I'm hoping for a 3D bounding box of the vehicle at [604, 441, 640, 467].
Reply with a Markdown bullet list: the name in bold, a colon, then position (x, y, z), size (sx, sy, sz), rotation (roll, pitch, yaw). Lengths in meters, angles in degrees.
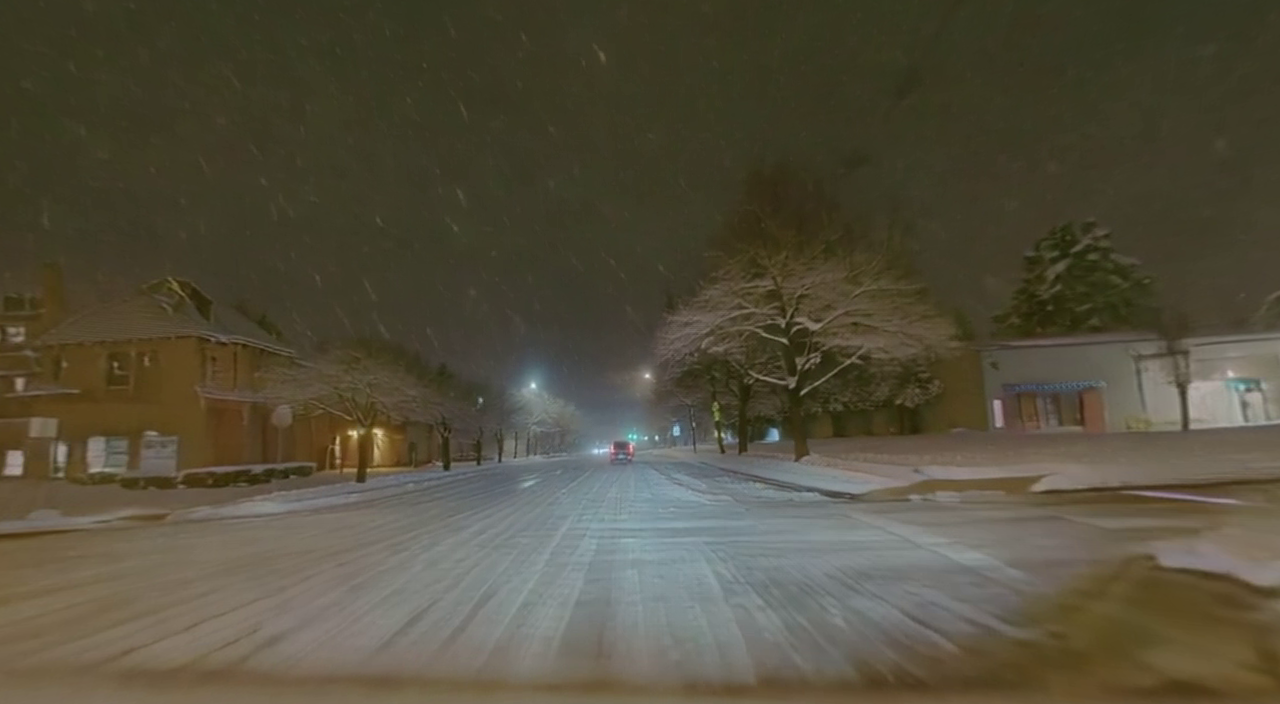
- **vehicle**: position (-1.117, 6.253, 39.006), size (2.131, 1.474, 4.146), rotation (0, -8, -2)
